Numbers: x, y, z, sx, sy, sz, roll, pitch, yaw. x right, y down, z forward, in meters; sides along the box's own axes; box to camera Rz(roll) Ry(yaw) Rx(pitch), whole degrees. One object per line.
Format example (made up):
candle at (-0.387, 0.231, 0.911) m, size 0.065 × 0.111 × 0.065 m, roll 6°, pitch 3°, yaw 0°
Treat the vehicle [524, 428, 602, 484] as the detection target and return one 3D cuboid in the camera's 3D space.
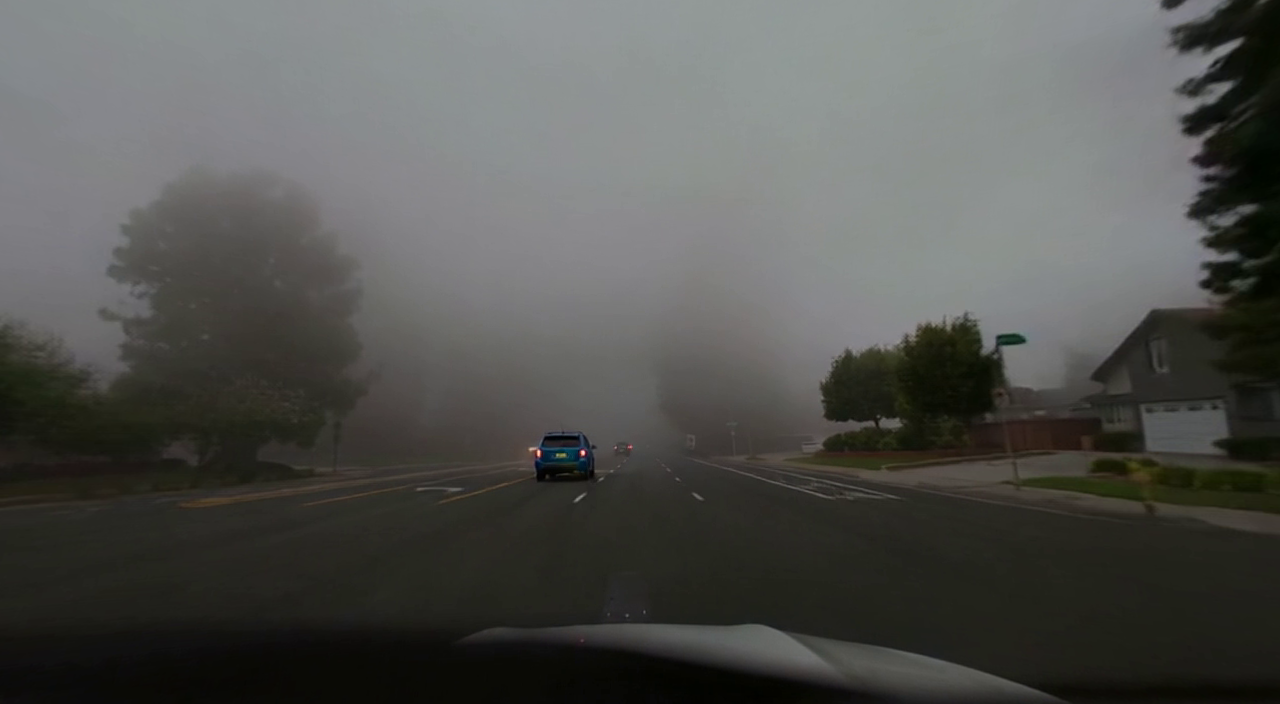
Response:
vehicle at (-2.740, 3.843, 23.570) m, size 2.179 × 1.851 × 4.756 m, roll 0°, pitch -8°, yaw 2°
